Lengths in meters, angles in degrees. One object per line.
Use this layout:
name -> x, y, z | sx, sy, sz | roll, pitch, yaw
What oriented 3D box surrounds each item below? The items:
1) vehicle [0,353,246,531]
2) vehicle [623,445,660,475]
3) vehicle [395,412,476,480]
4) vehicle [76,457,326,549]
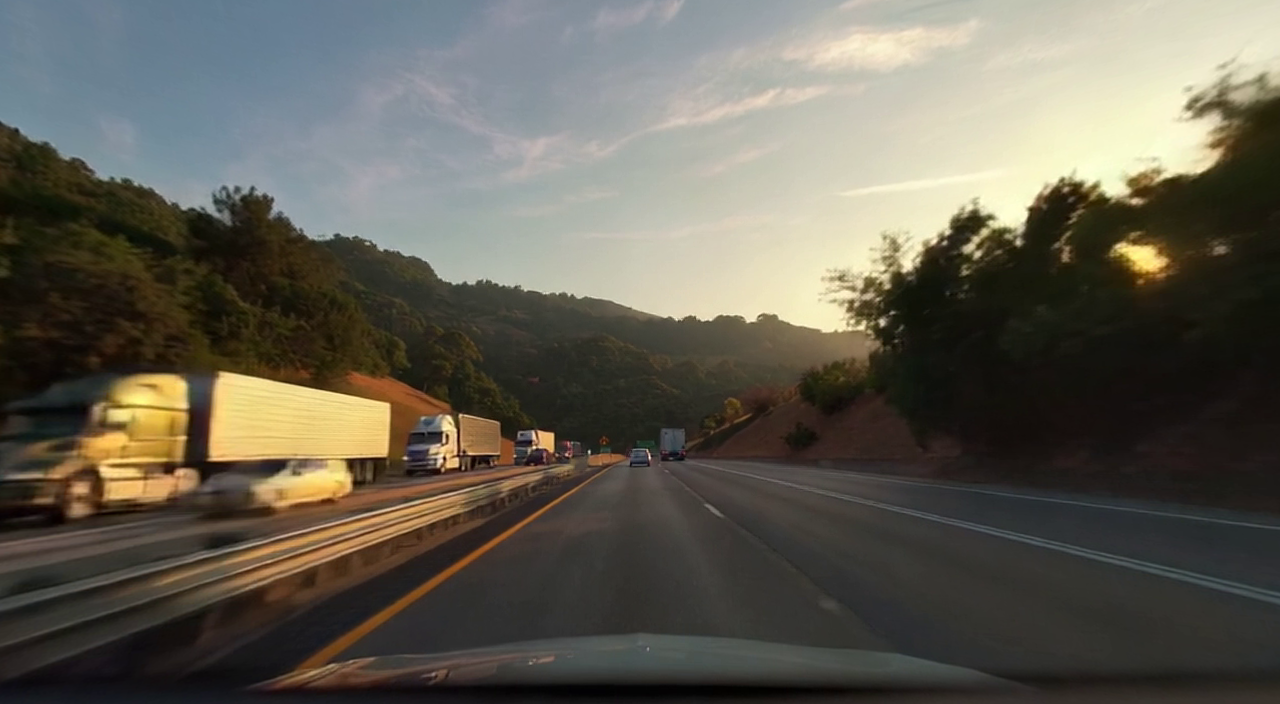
vehicle -> -14.295, 2.444, 17.205 | 2.937, 3.963, 5.873 | -1, -9, 3
vehicle -> 0.073, 6.494, 38.303 | 2.137, 1.689, 4.051 | 0, -9, -1
vehicle -> -12.790, 5.979, 40.182 | 3.002, 3.963, 6.351 | 0, -9, -1
vehicle -> -8.461, 2.896, 12.811 | 1.911, 1.442, 4.392 | 0, -9, 0
